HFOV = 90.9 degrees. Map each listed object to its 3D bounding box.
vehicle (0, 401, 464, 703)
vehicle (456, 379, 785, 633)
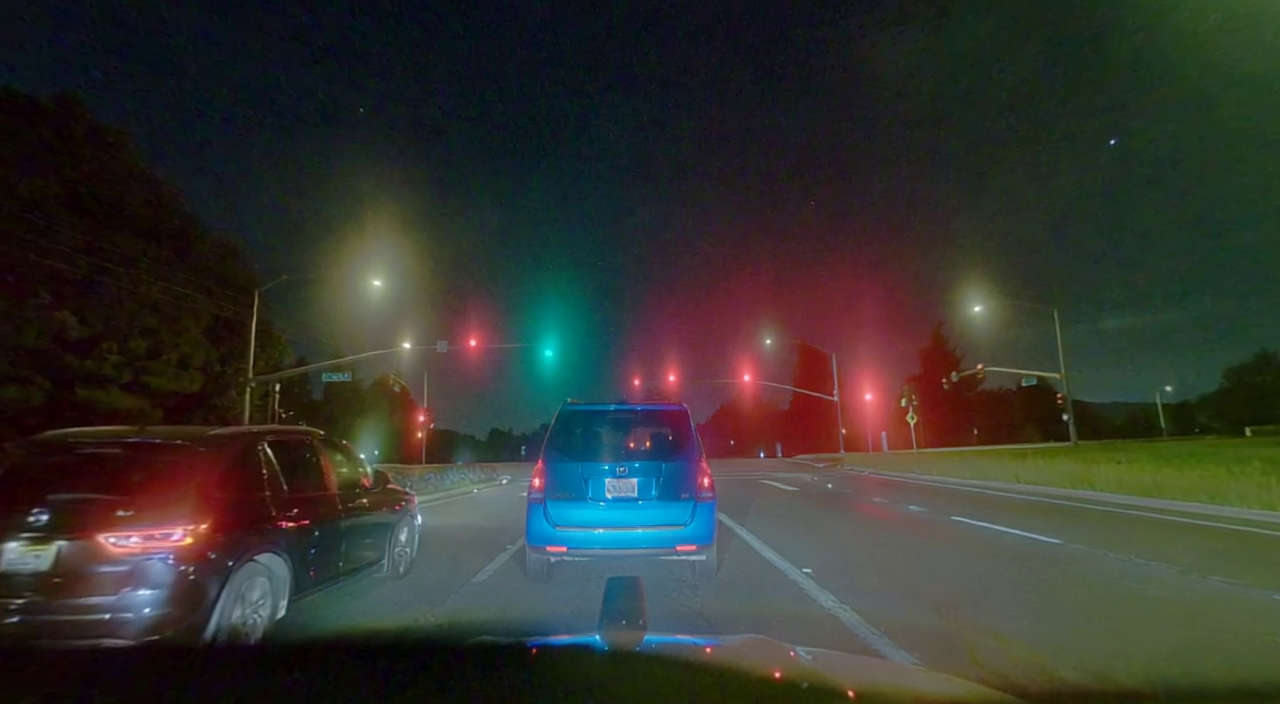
[{"bbox_3d":[-3.308,1.362,5.552,2.061,1.504,5.142,0,-8,0],"label":"vehicle"},{"bbox_3d":[-0.166,1.380,6.573,2.298,1.770,4.138,0,-8,-1],"label":"vehicle"}]
